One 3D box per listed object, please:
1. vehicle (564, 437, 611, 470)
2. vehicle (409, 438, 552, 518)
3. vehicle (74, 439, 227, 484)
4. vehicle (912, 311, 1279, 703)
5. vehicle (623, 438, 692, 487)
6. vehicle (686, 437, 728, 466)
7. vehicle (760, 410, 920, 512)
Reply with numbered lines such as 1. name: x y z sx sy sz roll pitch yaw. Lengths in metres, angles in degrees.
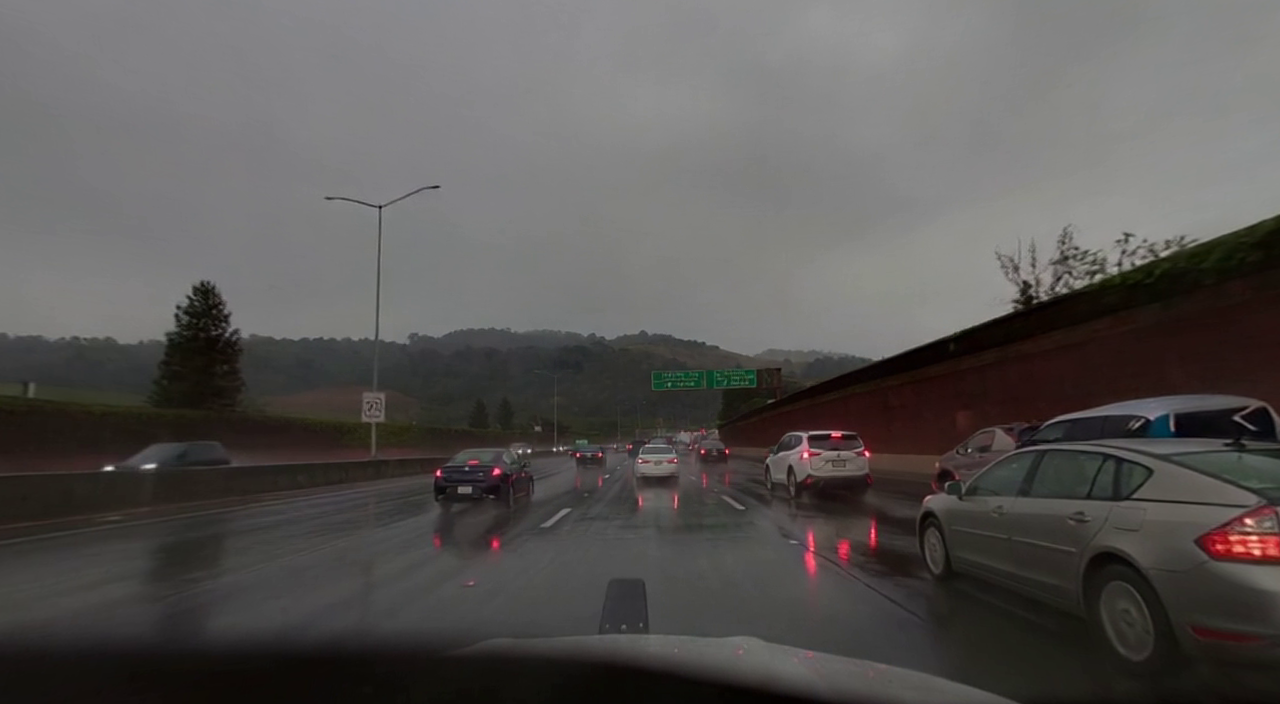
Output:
1. vehicle: -2.928 5.781 36.182 2.154 1.793 4.736 0 -8 1
2. vehicle: -3.284 2.669 13.977 1.961 1.456 4.362 0 -8 1
3. vehicle: -21.453 4.788 28.091 2.205 1.769 5.650 0 -8 1
4. vehicle: 3.710 0.945 4.076 1.930 1.831 4.344 0 -8 0
5. vehicle: 0.523 3.661 21.225 2.105 1.471 3.978 0 -8 0
6. vehicle: 3.678 5.532 35.213 1.855 1.513 3.915 0 -8 -1
7. vehicle: 4.155 2.360 14.066 1.970 1.872 4.575 0 -8 -1
